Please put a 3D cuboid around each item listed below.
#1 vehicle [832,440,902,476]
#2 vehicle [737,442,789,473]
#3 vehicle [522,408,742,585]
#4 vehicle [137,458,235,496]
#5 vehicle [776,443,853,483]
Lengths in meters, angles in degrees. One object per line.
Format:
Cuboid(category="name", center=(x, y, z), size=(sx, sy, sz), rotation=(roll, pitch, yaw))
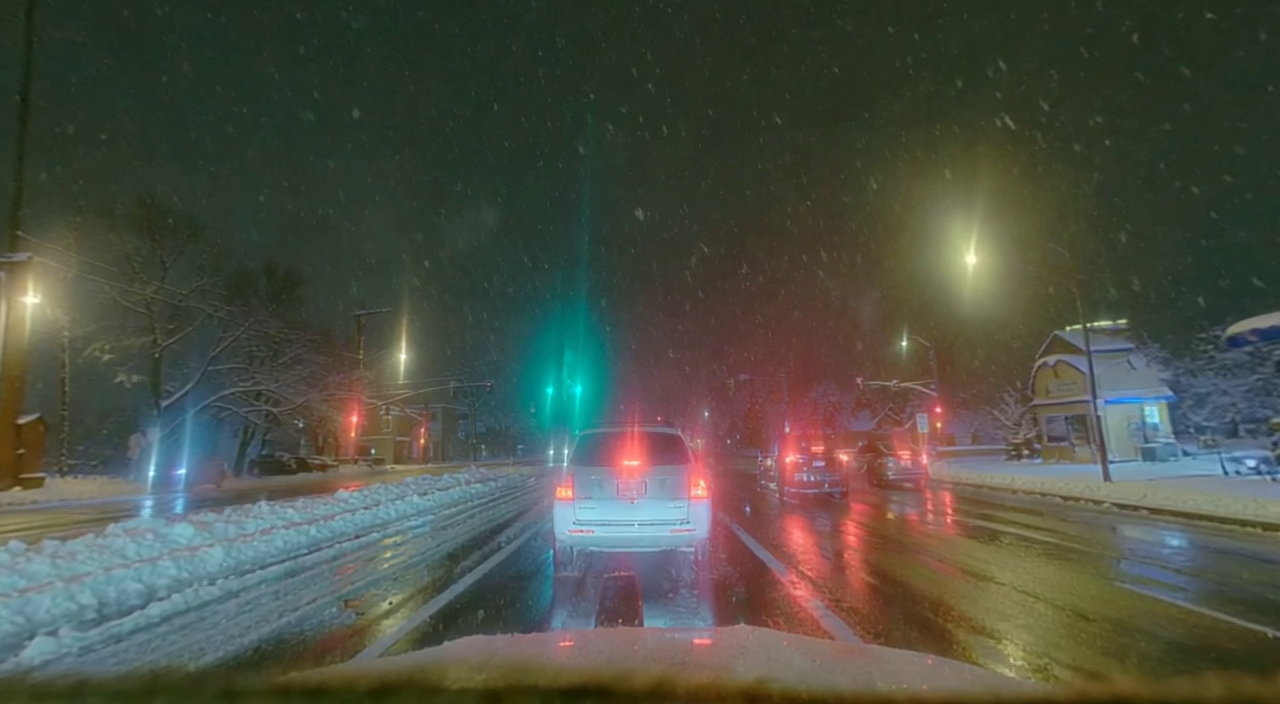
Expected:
Cuboid(category="vehicle", center=(11.184, 5.253, 31.395), size=(2.081, 1.651, 4.432), rotation=(-1, -9, 4))
Cuboid(category="vehicle", center=(6.267, 5.448, 32.629), size=(1.961, 1.477, 4.454), rotation=(0, -8, 2))
Cuboid(category="vehicle", center=(-0.059, 1.691, 8.114), size=(2.115, 1.700, 3.901), rotation=(0, -8, 1))
Cuboid(category="vehicle", center=(-20.282, 5.558, 28.361), size=(1.969, 1.458, 4.300), rotation=(2, -9, -13))
Cuboid(category="vehicle", center=(6.858, 4.376, 25.224), size=(1.833, 1.452, 4.237), rotation=(0, -8, 0))
